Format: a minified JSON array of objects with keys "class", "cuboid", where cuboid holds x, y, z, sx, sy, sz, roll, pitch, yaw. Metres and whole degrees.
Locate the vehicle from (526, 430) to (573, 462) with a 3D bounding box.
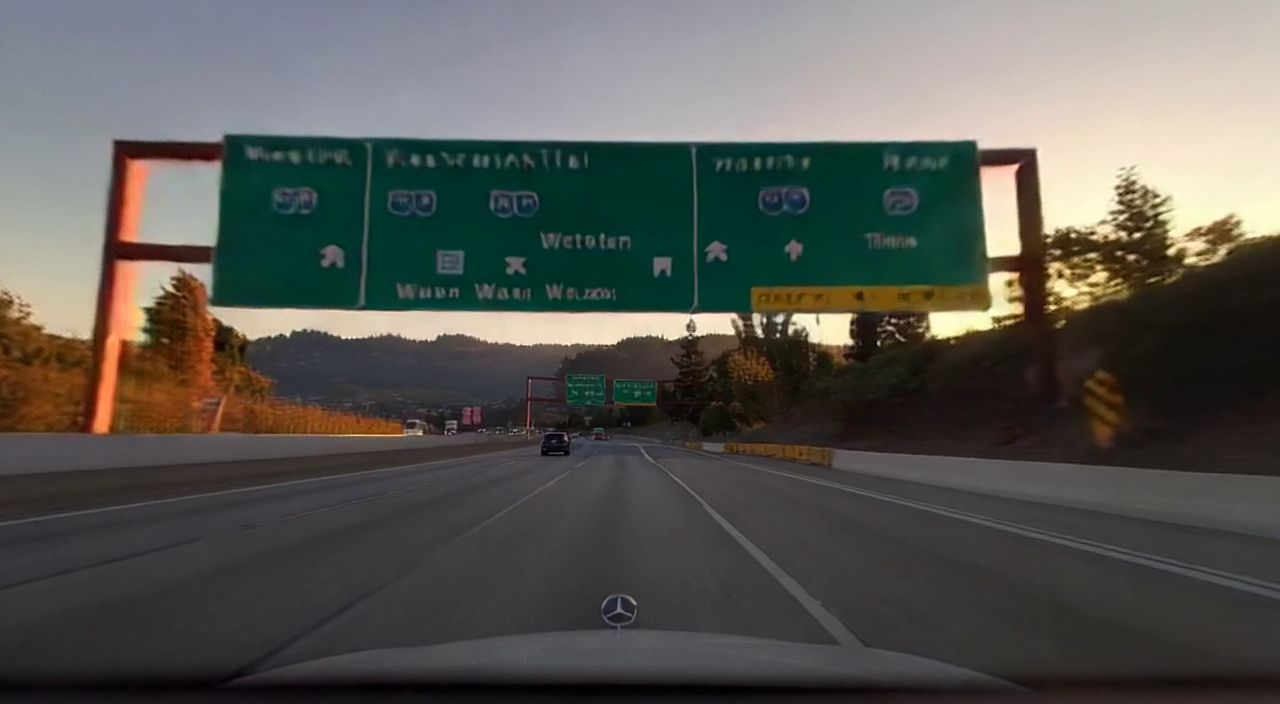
[{"class":"vehicle","cuboid":[-4.555,4.786,32.141,1.878,1.548,3.966,0,-8,-1]}]
